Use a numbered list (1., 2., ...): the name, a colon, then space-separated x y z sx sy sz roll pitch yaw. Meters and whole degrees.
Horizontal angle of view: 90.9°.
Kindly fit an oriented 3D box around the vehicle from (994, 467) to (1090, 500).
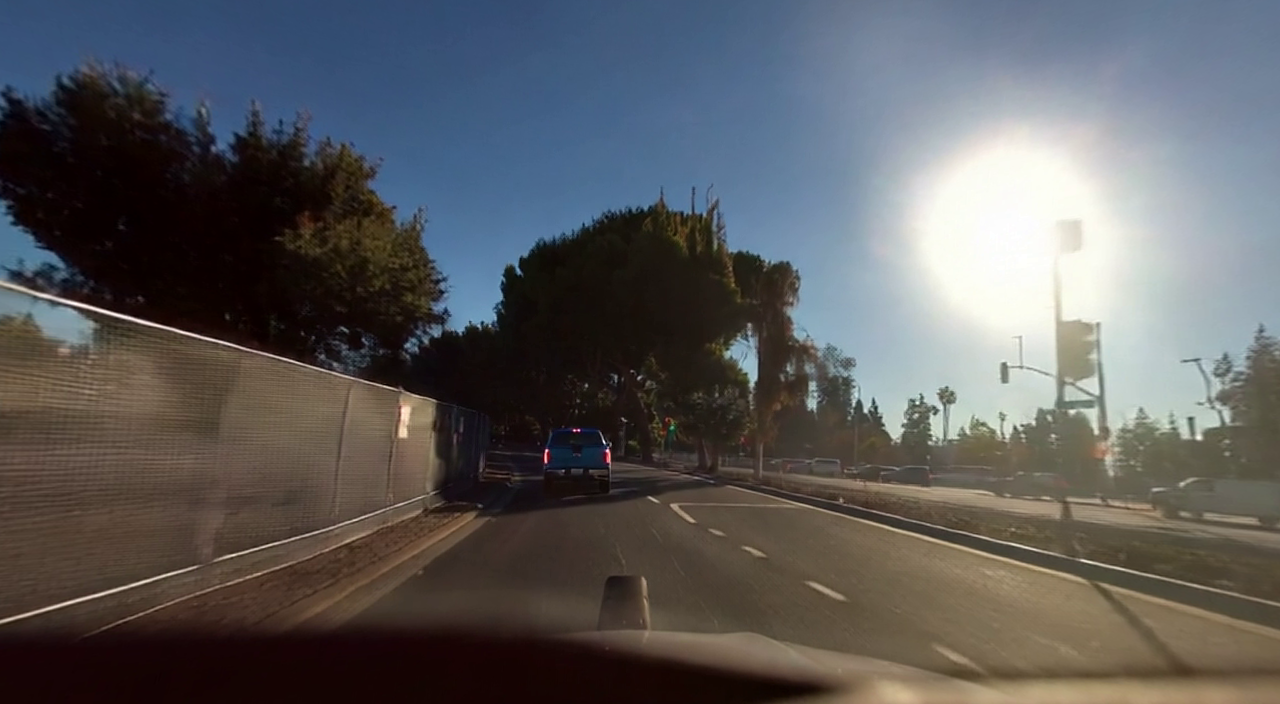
1. vehicle: 21.748 7.128 34.375 1.805 1.494 4.362 1 -9 -11

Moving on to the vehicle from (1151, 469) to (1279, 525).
1. vehicle: 23.260 5.548 24.589 1.938 1.781 5.078 1 -9 -8

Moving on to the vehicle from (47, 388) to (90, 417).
1. vehicle: -40.128 3.602 44.393 1.907 1.637 5.187 10 -13 -39

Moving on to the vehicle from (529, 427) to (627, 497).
1. vehicle: -1.834 3.137 18.467 2.436 1.698 5.322 1 -8 -6

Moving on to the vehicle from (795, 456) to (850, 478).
1. vehicle: 14.161 8.924 49.245 1.884 1.622 4.485 3 -10 -17

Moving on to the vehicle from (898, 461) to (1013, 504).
1. vehicle: 13.063 5.407 26.481 1.838 1.494 4.553 1 -9 -11
